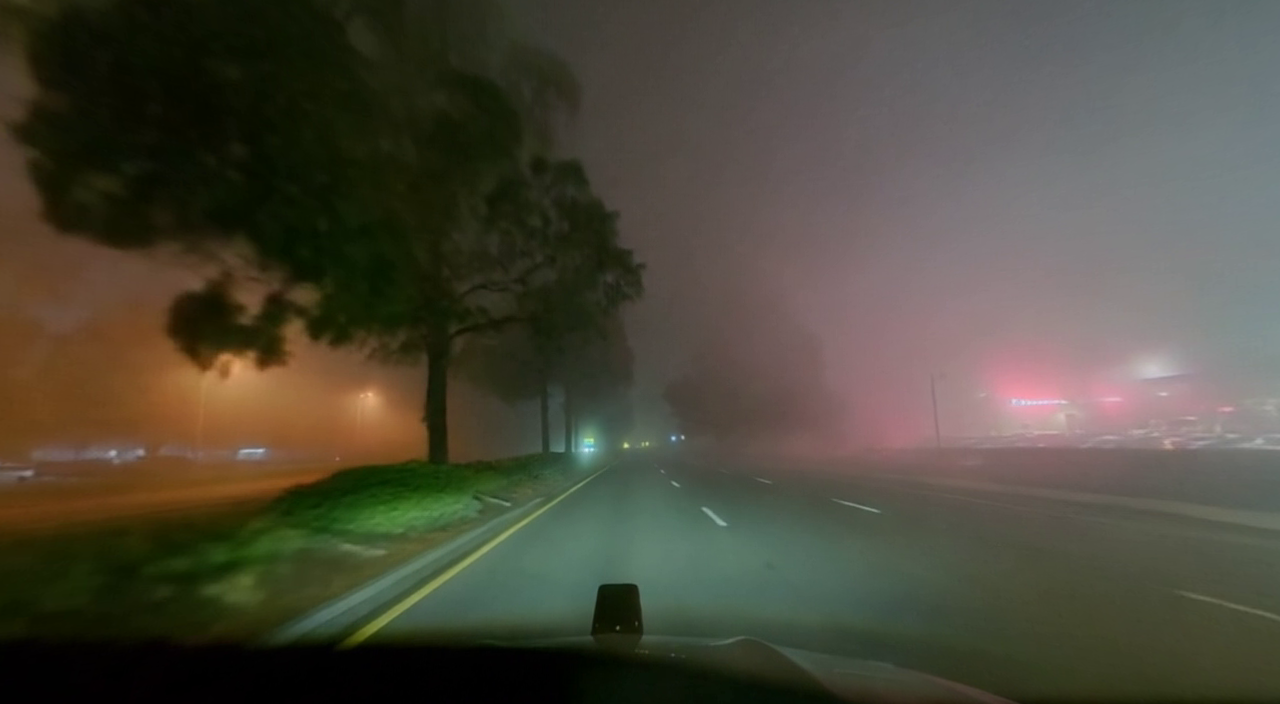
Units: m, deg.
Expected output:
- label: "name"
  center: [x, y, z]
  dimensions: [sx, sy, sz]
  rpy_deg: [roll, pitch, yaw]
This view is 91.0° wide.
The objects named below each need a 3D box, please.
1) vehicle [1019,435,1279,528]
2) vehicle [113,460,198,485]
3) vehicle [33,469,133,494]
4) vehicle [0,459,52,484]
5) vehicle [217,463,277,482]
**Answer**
- label: "vehicle"
  center: [10.202, 2.515, 12.907]
  dimensions: [2.013, 1.551, 4.460]
  rpy_deg: [0, -8, -1]
- label: "vehicle"
  center: [-29.800, 7.430, 38.776]
  dimensions: [3.506, 1.452, 2.035]
  rpy_deg: [0, -9, 1]
- label: "vehicle"
  center: [-29.251, 6.803, 33.117]
  dimensions: [3.665, 1.181, 1.651]
  rpy_deg: [0, -9, 0]
- label: "vehicle"
  center: [-41.974, 7.912, 41.767]
  dimensions: [4.116, 1.533, 1.762]
  rpy_deg: [0, -8, 1]
- label: "vehicle"
  center: [-29.412, 9.038, 47.180]
  dimensions: [3.322, 1.358, 1.617]
  rpy_deg: [1, -9, -2]
